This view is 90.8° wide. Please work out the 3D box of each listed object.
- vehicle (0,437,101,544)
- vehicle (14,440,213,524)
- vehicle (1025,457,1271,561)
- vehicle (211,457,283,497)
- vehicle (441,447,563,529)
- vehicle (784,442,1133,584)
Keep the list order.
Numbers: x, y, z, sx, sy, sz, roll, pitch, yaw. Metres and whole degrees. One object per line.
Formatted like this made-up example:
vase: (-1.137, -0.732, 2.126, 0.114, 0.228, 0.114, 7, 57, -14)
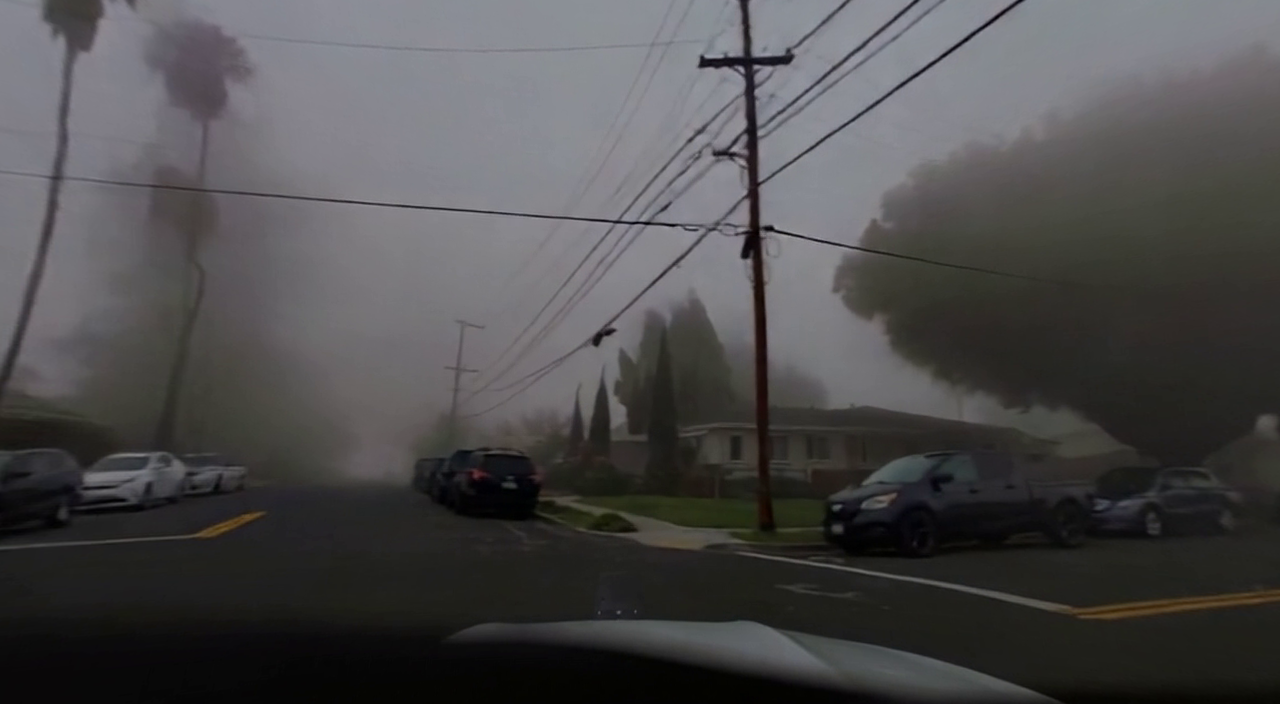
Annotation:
vehicle: (-12.106, 2.441, 11.481, 2.198, 1.724, 4.493, 4, -10, -24)
vehicle: (-14.482, 3.535, 18.009, 2.301, 1.939, 6.143, 3, -9, -20)
vehicle: (11.148, 3.310, 13.936, 4.436, 1.756, 2.150, 2, -8, -21)
vehicle: (-20.424, 6.456, 33.087, 2.178, 1.865, 4.658, 3, -9, -20)
vehicle: (-4.128, 3.673, 17.985, 2.505, 1.895, 5.805, 3, -9, -20)
vehicle: (5.958, 2.768, 11.834, 5.971, 1.967, 2.385, 2, -9, -23)
